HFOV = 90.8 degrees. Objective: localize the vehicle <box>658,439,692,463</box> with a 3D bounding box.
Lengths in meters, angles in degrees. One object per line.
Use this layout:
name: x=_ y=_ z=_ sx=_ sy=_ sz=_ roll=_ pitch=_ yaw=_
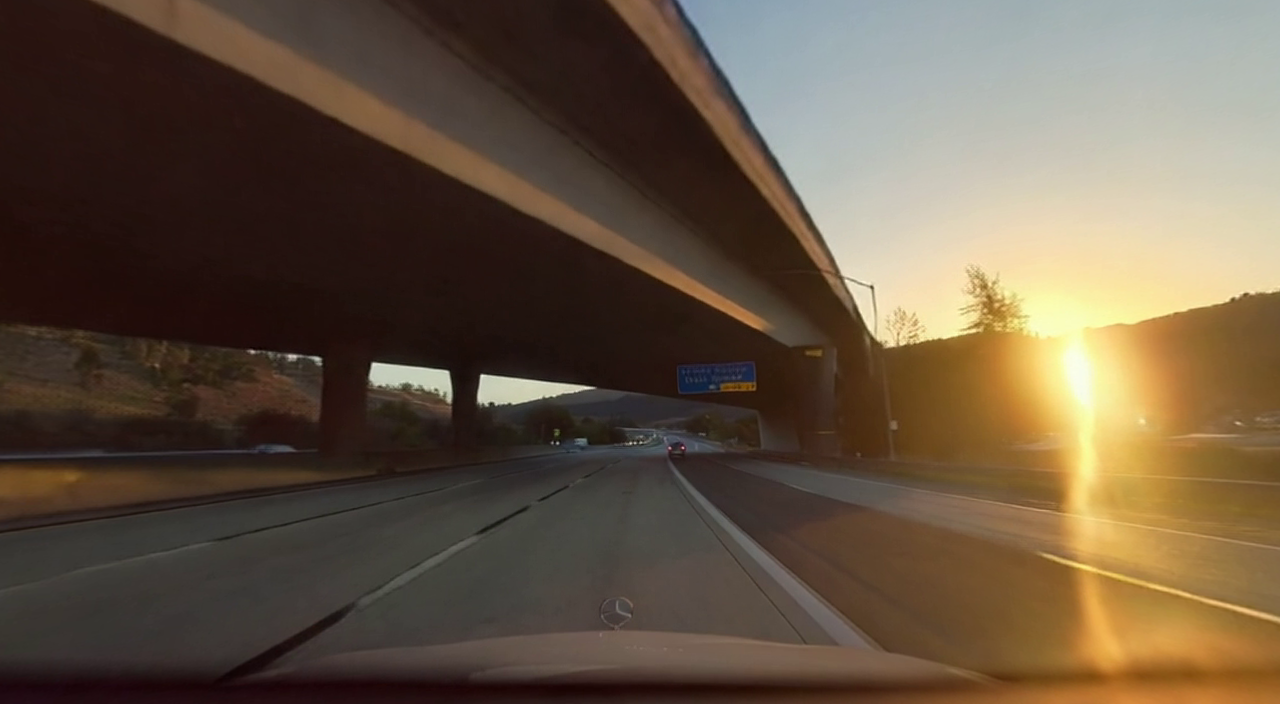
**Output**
vehicle: x=2.589 y=7.419 z=47.500 sx=2.224 sy=1.738 sz=4.376 roll=0 pitch=-9 yaw=-1
